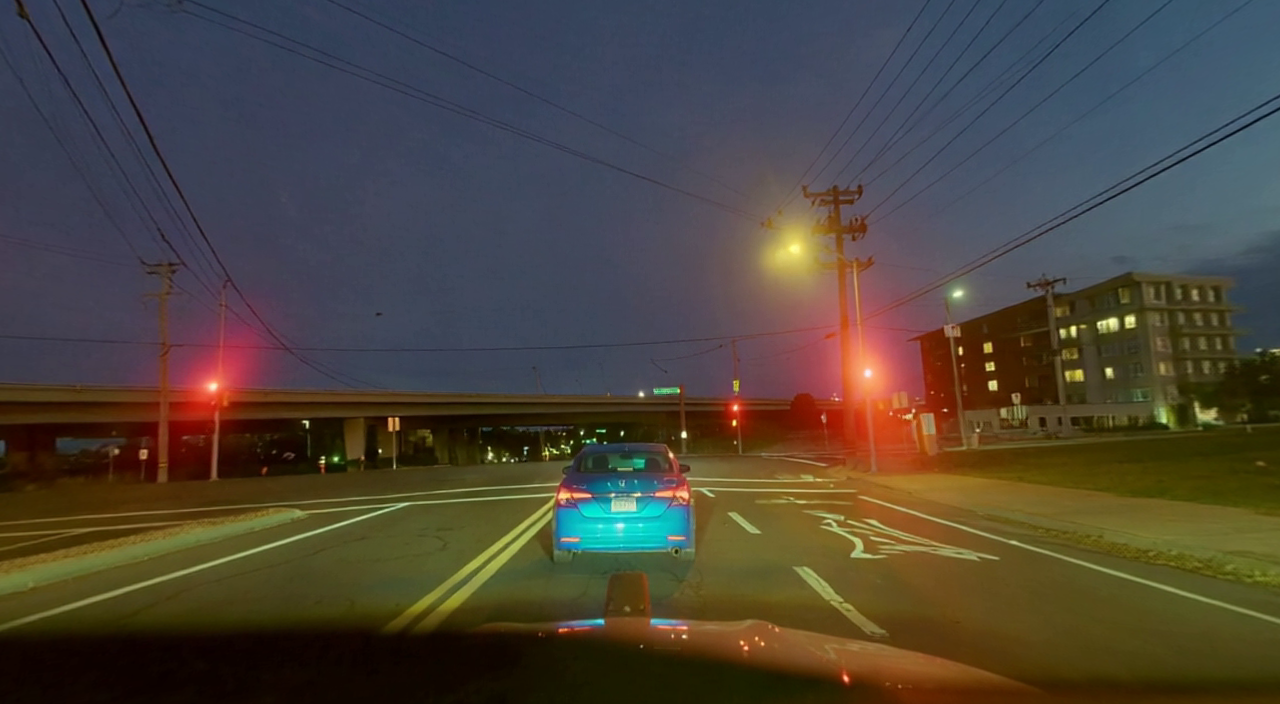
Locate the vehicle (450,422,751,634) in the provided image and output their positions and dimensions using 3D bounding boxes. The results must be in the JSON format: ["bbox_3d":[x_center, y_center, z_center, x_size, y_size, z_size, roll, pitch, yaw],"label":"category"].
[{"bbox_3d":[-0.240,1.534,6.476,2.090,1.458,4.033,-1,-9,1],"label":"vehicle"}]
